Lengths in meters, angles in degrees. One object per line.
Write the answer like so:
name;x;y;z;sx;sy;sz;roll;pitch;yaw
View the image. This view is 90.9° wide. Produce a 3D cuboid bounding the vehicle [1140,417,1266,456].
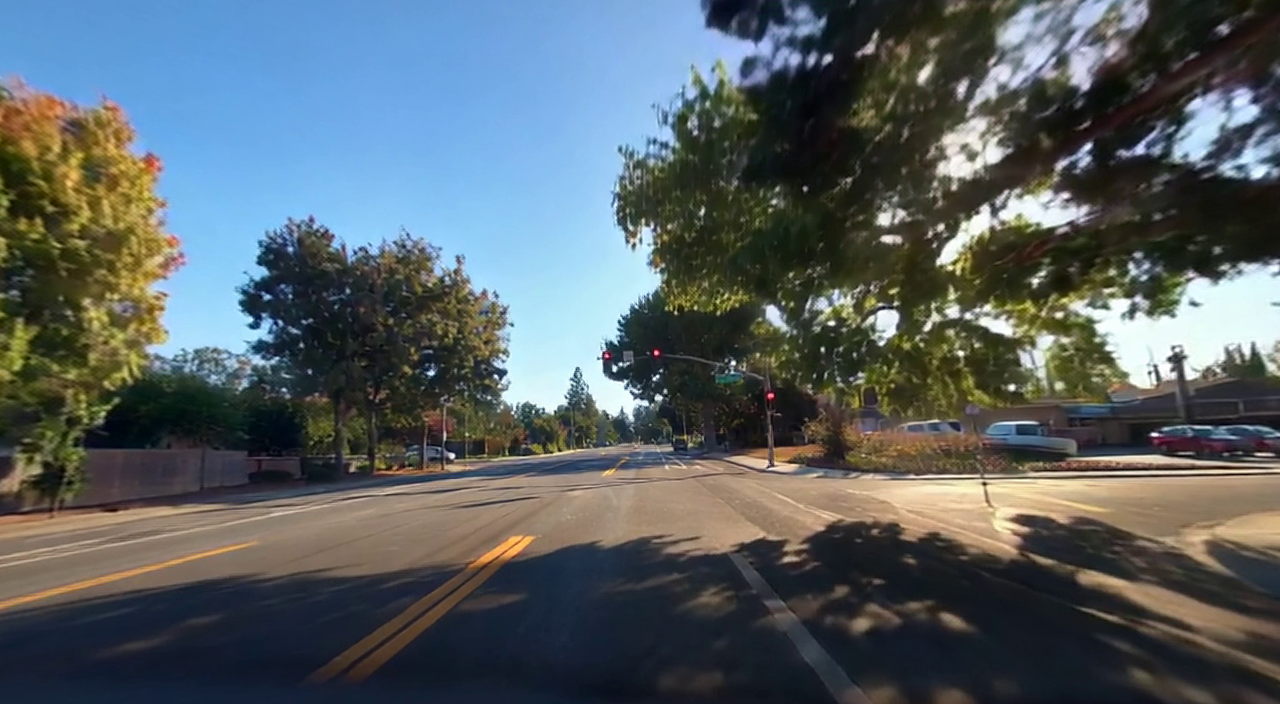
vehicle;28.617;4.378;32.295;2.041;1.826;4.925;0;-8;3
